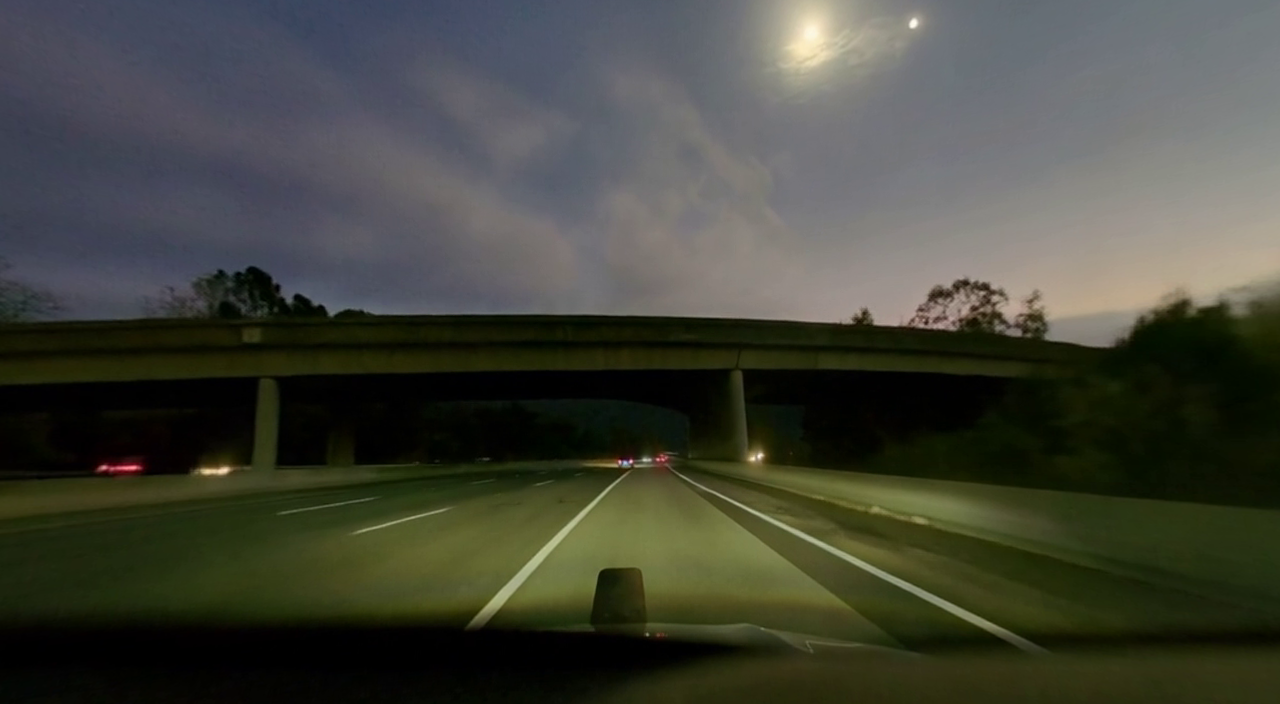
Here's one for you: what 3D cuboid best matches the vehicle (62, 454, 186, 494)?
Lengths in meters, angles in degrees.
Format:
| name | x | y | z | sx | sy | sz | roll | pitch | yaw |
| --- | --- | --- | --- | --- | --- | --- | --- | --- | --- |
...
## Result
| name | x | y | z | sx | sy | sz | roll | pitch | yaw |
| --- | --- | --- | --- | --- | --- | --- | --- | --- | --- |
| vehicle | -23.891 | 5.634 | 29.452 | 1.817 | 1.626 | 4.551 | -1 | -9 | 2 |
